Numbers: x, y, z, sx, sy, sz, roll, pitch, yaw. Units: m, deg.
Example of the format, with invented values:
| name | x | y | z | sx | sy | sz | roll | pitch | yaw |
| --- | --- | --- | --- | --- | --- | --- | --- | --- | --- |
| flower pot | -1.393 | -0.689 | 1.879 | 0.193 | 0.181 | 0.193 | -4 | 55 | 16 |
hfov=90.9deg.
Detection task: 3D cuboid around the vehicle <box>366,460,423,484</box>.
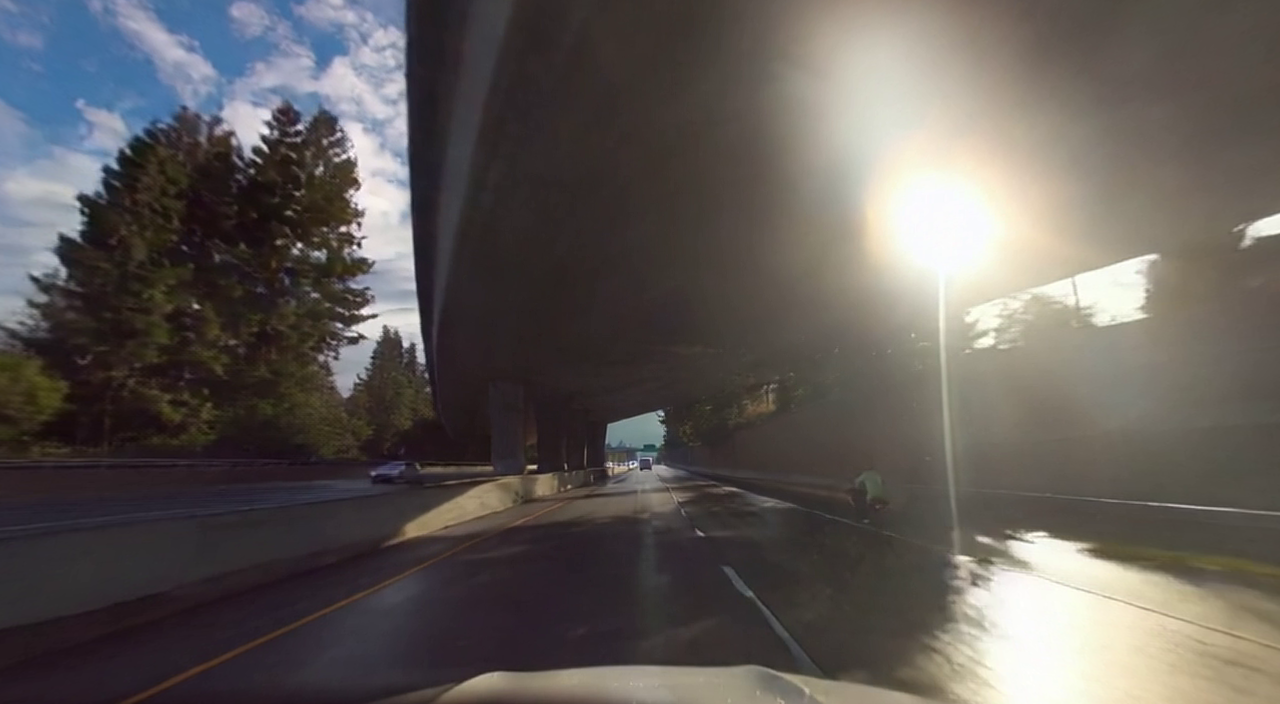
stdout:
| name | x | y | z | sx | sy | sz | roll | pitch | yaw |
| --- | --- | --- | --- | --- | --- | --- | --- | --- | --- |
| vehicle | -15.603 | 7.657 | 40.285 | 1.910 | 1.464 | 4.338 | 1 | -10 | 0 |
